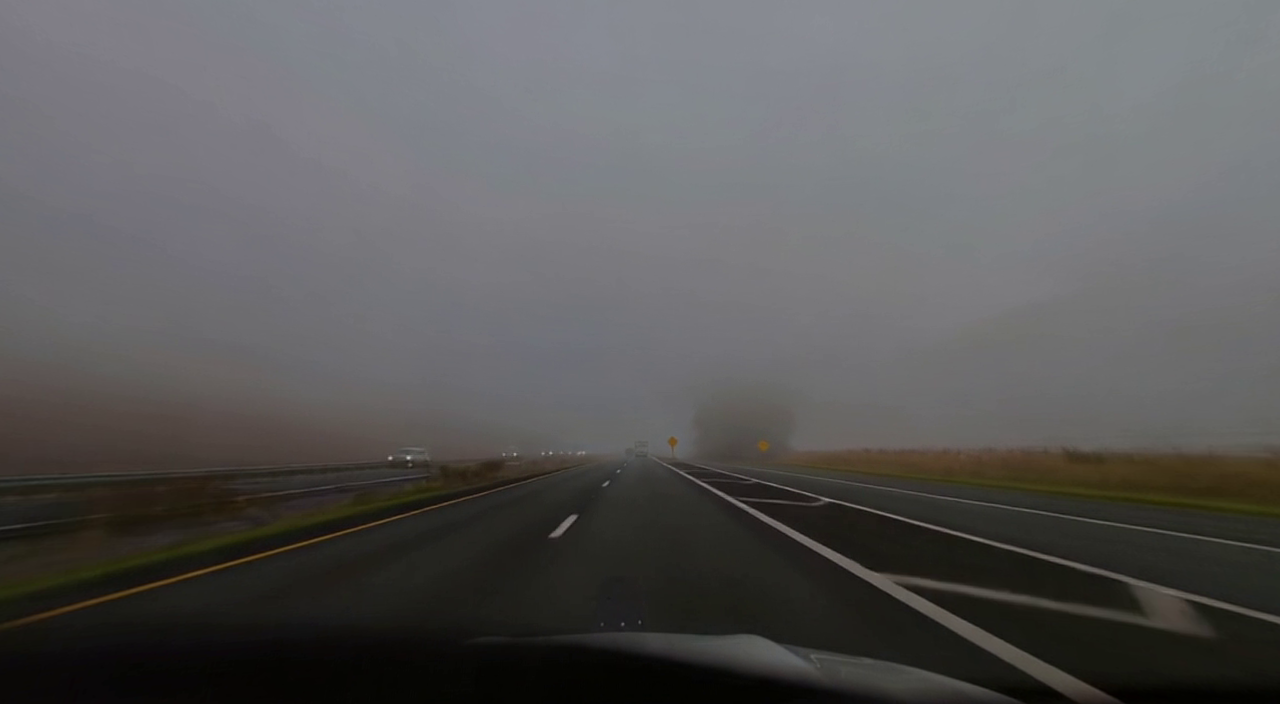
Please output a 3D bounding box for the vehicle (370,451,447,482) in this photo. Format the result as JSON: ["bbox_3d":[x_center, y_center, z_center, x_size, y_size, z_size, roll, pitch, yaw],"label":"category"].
[{"bbox_3d":[-11.528,5.707,31.700,2.209,1.454,4.441,0,-9,0],"label":"vehicle"}]
